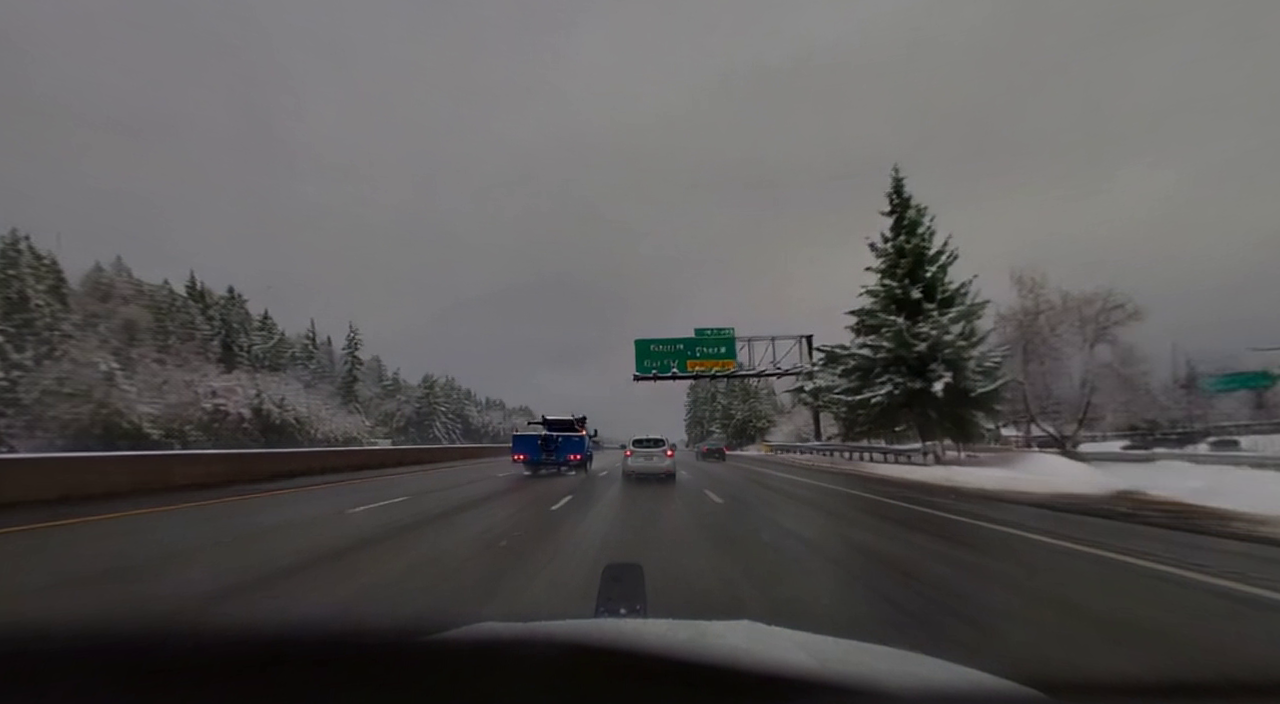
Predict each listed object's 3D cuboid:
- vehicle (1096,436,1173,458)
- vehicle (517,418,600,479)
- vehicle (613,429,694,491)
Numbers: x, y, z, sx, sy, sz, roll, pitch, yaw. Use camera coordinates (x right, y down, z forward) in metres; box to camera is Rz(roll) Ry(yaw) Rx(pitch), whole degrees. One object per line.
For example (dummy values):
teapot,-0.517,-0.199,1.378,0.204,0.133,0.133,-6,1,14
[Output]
vehicle,38.194,7.335,48.619,1.919,1.563,4.399,2,-8,-11
vehicle,-3.094,3.860,25.268,2.526,2.146,5.594,0,-8,0
vehicle,0.381,3.230,19.186,2.165,1.653,4.456,0,-8,0
